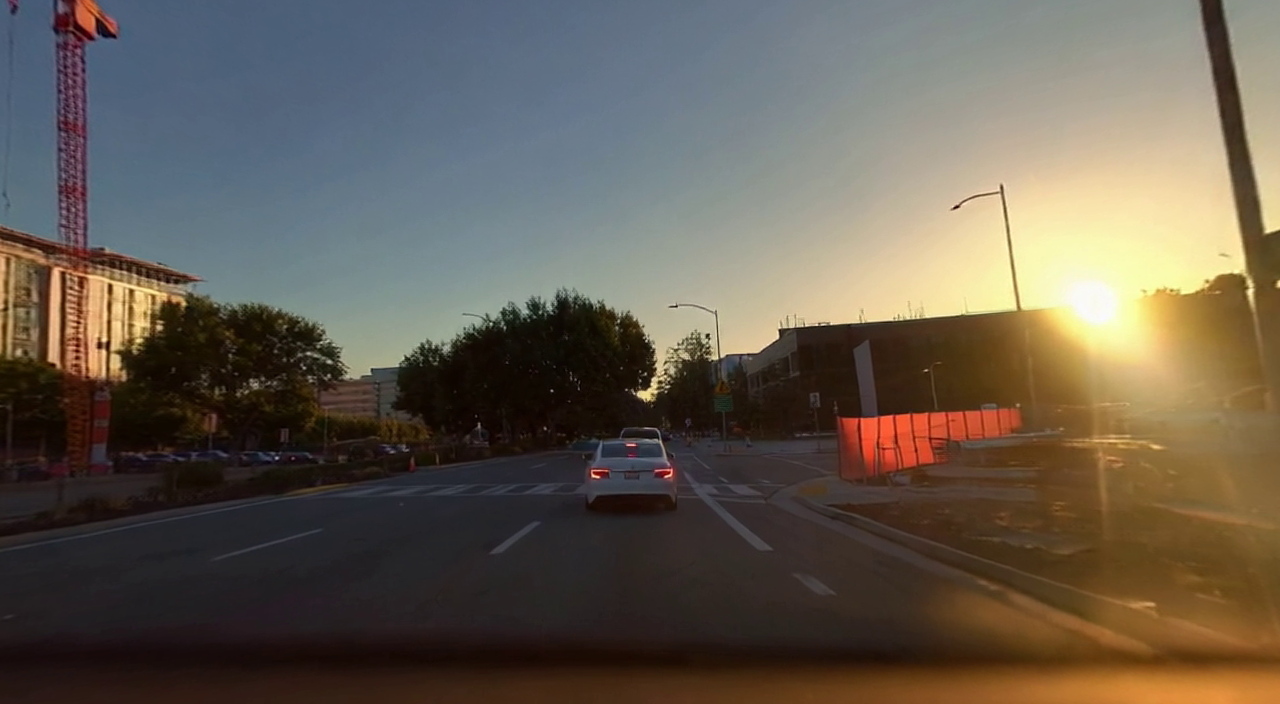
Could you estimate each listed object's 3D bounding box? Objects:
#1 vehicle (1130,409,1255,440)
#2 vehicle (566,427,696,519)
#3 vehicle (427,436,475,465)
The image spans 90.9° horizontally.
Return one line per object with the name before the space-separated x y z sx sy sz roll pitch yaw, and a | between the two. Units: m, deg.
vehicle | 27.758 3.673 31.777 4.455 1.494 1.926 0 -9 0
vehicle | -0.138 2.268 12.352 2.112 1.482 4.076 0 -8 0
vehicle | -10.418 5.360 34.532 2.072 1.465 4.394 3 -9 -22
